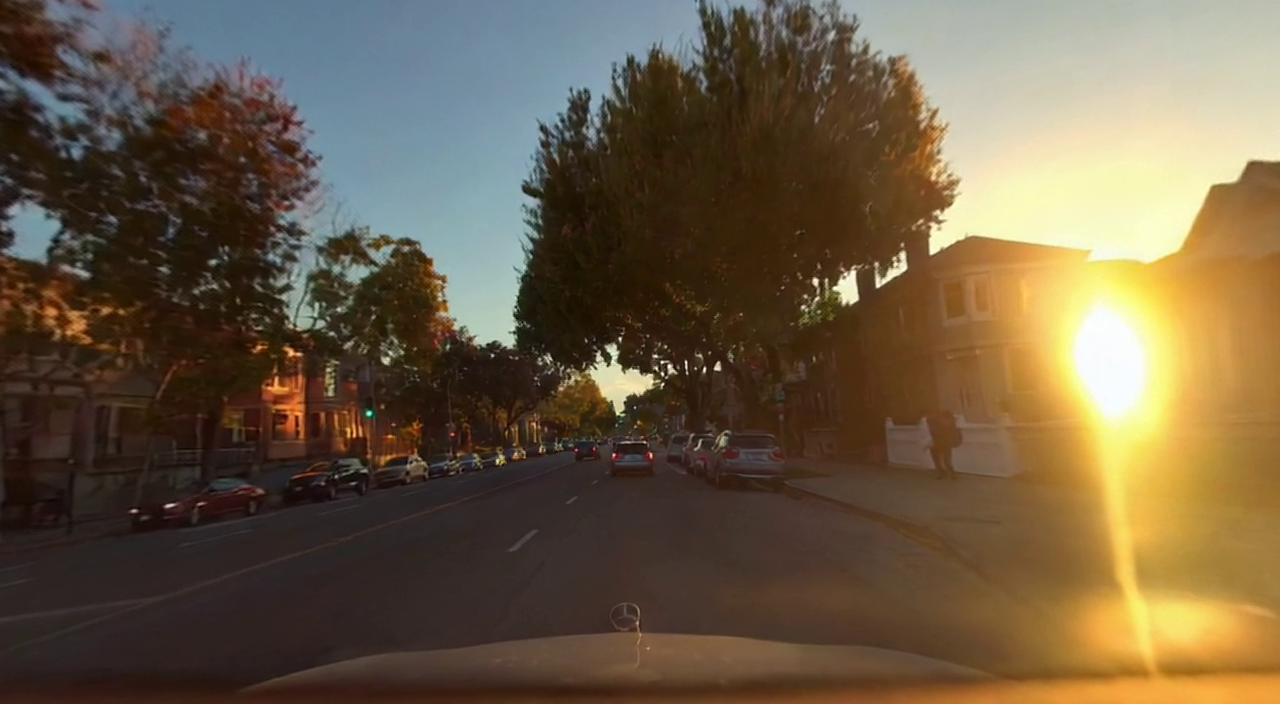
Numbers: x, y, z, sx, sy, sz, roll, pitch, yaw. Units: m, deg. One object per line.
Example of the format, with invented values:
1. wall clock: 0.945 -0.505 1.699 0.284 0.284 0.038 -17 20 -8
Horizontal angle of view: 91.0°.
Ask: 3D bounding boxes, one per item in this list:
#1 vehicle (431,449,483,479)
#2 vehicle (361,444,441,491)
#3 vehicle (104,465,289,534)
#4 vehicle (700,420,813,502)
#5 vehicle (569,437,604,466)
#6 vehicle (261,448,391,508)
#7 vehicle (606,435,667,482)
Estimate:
1. vehicle: -12.174 7.500 42.309 2.026 1.791 4.909 0 -8 0
2. vehicle: -12.233 5.897 32.606 2.210 2.148 4.849 0 -8 0
3. vehicle: -11.953 3.958 17.424 1.913 1.475 4.372 -1 -8 1
4. vehicle: 2.708 2.646 15.754 1.969 1.725 4.387 0 -8 0
5. vehicle: -3.565 6.714 42.679 1.983 1.841 4.013 0 -8 0
6. vehicle: -12.109 4.847 24.922 2.109 1.941 6.025 0 -8 -1
7. vehicle: -0.125 3.797 22.771 1.998 1.518 4.015 0 -8 0
